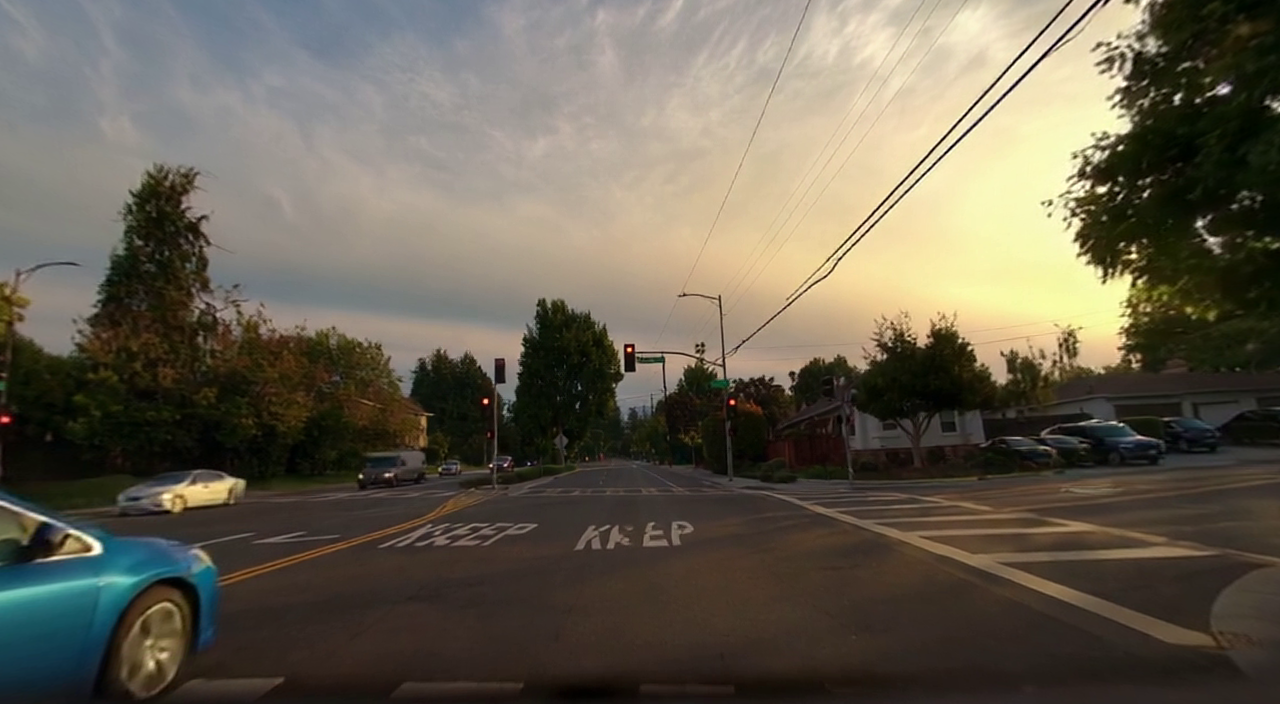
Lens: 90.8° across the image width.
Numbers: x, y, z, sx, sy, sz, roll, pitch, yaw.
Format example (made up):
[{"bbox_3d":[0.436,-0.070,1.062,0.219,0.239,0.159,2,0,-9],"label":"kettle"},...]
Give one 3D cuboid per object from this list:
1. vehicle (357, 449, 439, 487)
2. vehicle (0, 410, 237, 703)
[{"bbox_3d":[-13.318,6.392,35.284,2.301,1.921,5.793,0,-9,0],"label":"vehicle"},{"bbox_3d":[-3.672,0.891,1.852,1.980,1.508,4.502,0,-9,0],"label":"vehicle"}]
